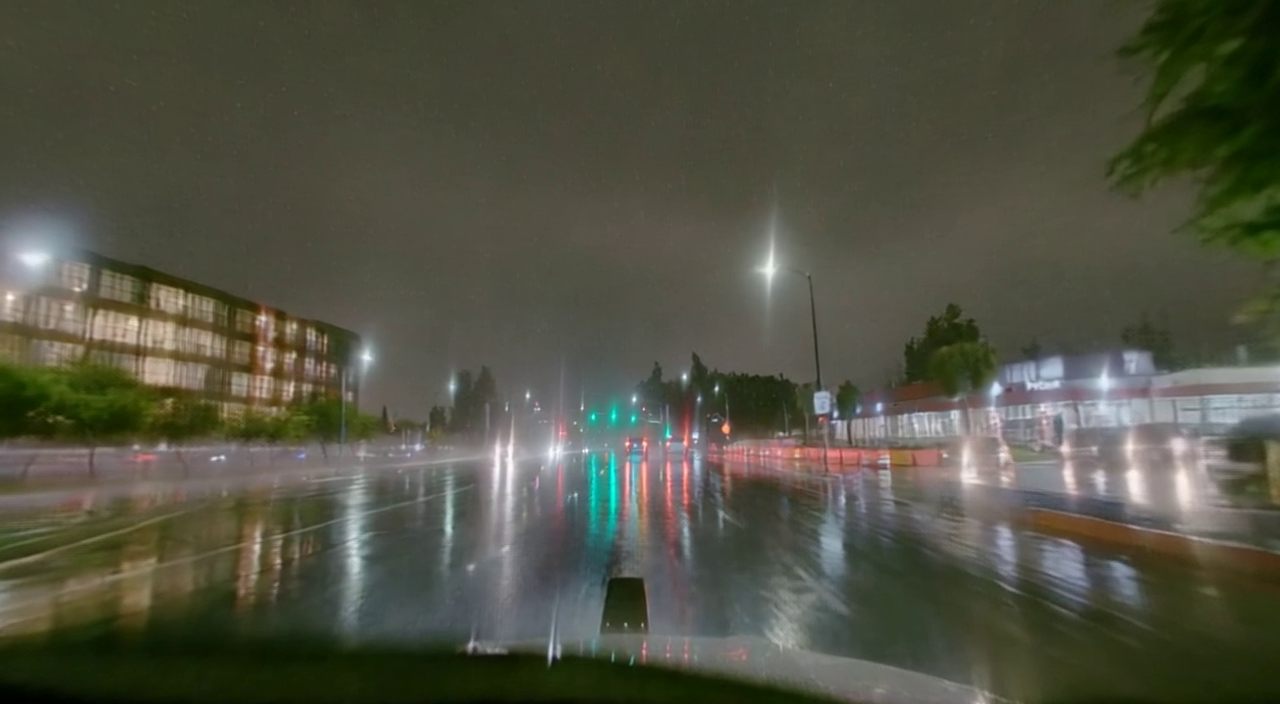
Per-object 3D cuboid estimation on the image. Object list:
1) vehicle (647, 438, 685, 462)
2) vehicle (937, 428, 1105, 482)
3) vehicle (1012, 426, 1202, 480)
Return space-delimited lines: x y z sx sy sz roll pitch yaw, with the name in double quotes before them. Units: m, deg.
"vehicle" 1.816 6.610 42.629 1.974 1.490 4.231 -2 -9 11
"vehicle" 12.293 3.326 20.763 1.948 1.466 4.520 -1 -7 -15
"vehicle" 15.085 3.284 20.811 1.878 1.444 4.878 -1 -8 -13
